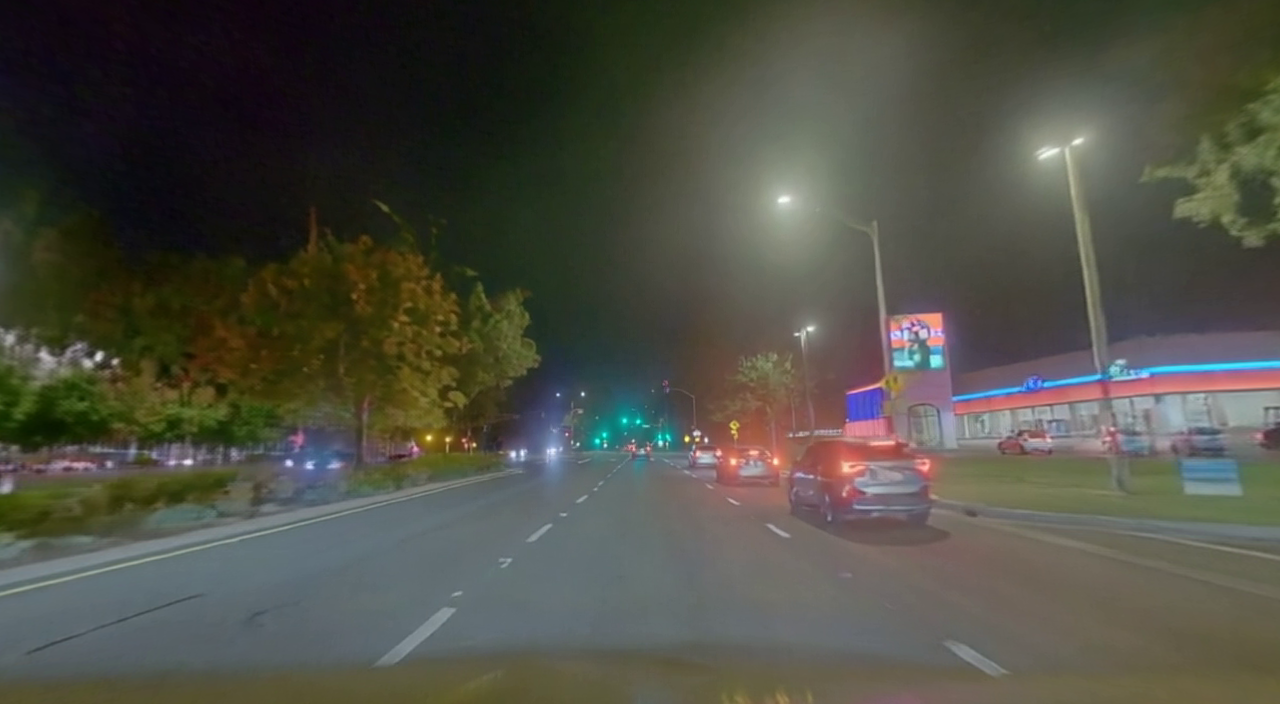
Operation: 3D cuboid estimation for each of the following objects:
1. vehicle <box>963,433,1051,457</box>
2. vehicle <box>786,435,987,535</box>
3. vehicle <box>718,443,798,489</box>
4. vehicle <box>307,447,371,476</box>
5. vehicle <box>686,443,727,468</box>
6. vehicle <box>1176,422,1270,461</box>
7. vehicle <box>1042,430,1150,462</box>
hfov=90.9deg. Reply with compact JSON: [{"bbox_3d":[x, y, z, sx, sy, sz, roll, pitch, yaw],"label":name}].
[{"bbox_3d":[23.837,6.071,41.109,1.826,1.424,4.544,4,-10,-28],"label":"vehicle"},{"bbox_3d":[4.166,2.293,11.533,1.913,1.463,4.198,0,-8,-1],"label":"vehicle"},{"bbox_3d":[4.000,3.918,22.089,1.872,1.431,4.270,0,-8,-2],"label":"vehicle"},{"bbox_3d":[-17.286,6.267,36.407,1.764,1.563,3.872,0,-8,0],"label":"vehicle"},{"bbox_3d":[4.103,6.469,39.726,1.939,1.474,4.716,0,-8,-1],"label":"vehicle"},{"bbox_3d":[28.944,4.453,31.279,3.978,1.515,1.859,-2,-8,-25],"label":"vehicle"},{"bbox_3d":[23.444,4.854,32.499,1.837,1.536,4.036,6,-11,-37],"label":"vehicle"}]
